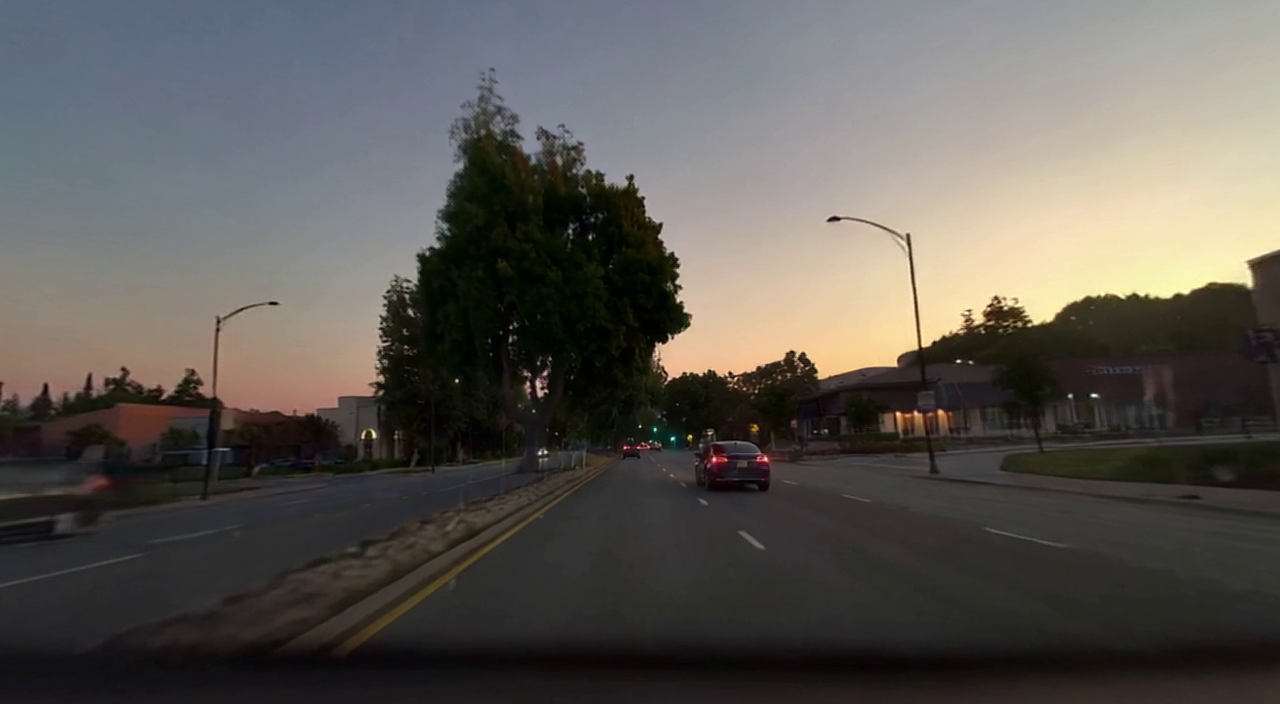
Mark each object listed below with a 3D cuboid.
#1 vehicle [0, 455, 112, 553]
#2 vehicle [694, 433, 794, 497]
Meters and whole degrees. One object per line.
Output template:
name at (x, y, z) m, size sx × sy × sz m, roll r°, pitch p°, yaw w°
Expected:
vehicle at (-12.226, 2.703, 11.174) m, size 1.943 × 1.672 × 4.368 m, roll 0°, pitch -9°, yaw 1°
vehicle at (2.874, 3.260, 18.635) m, size 1.995 × 1.616 × 4.729 m, roll 0°, pitch -9°, yaw -2°
